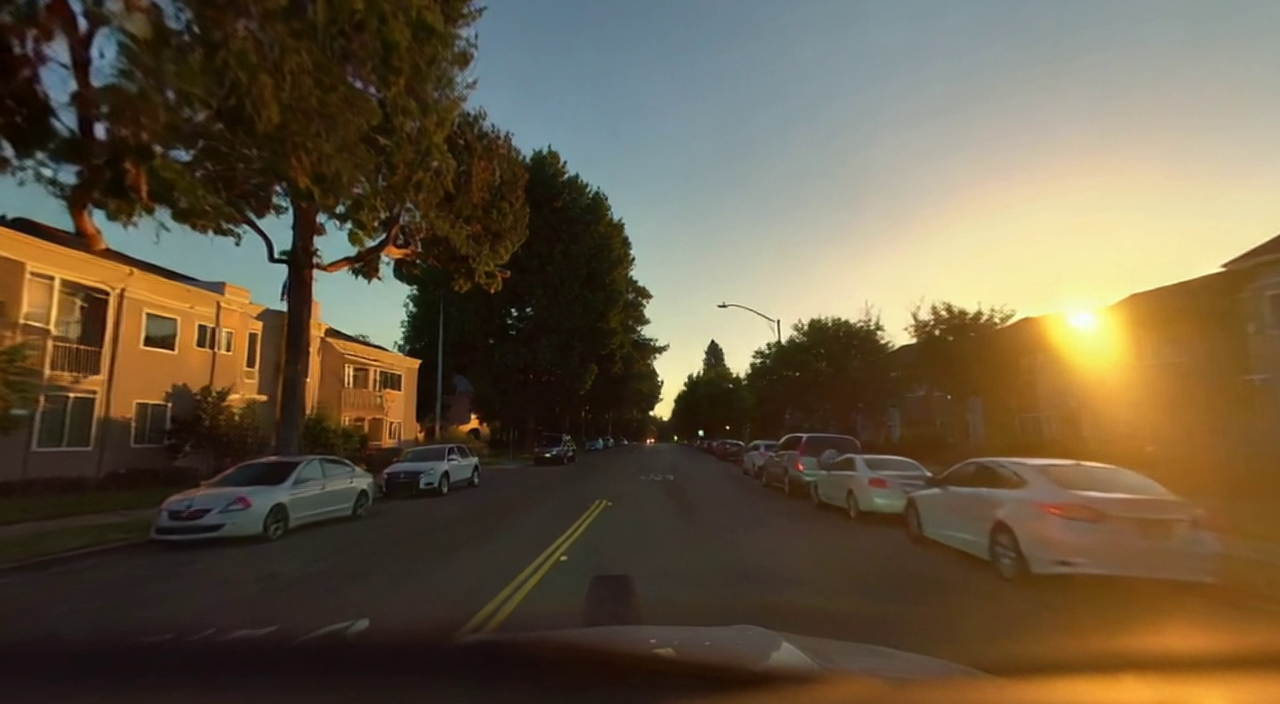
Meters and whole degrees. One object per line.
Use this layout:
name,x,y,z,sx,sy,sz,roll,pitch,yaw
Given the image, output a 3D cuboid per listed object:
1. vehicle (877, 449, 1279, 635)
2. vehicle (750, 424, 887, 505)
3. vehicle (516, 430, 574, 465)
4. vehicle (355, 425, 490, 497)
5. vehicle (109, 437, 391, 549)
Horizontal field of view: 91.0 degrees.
vehicle,4.542,1.860,7.358,1.977,1.410,4.744,0,-9,4
vehicle,4.882,3.202,18.415,2.365,1.970,6.011,0,-9,1
vehicle,-5.563,5.770,37.570,2.384,1.781,5.492,-3,-10,2
vehicle,-6.414,3.348,19.343,2.235,1.802,5.138,-3,-10,1
vehicle,-6.468,2.372,11.267,2.067,1.510,4.501,-2,-9,2
